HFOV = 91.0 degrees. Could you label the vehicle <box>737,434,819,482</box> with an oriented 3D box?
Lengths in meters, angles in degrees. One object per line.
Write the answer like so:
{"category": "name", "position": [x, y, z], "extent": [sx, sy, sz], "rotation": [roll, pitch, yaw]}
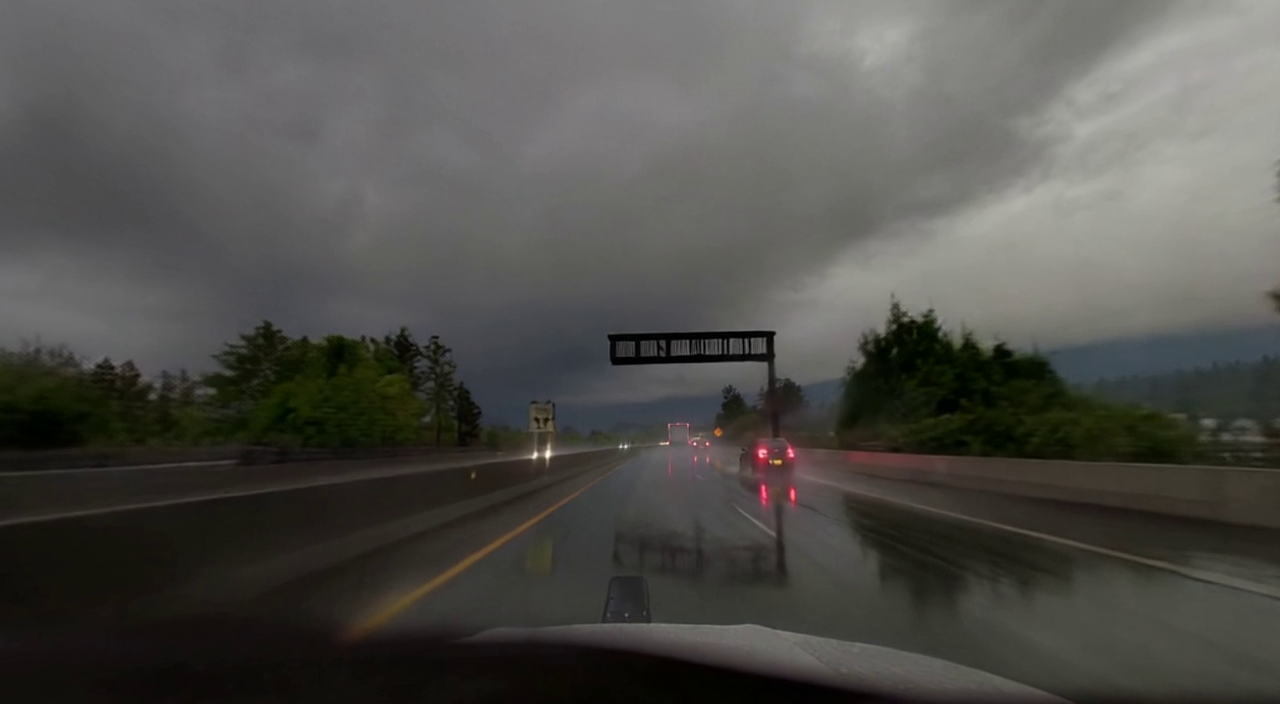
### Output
{"category": "vehicle", "position": [4.749, 3.708, 22.305], "extent": [1.954, 1.550, 4.140], "rotation": [0, -8, 0]}
